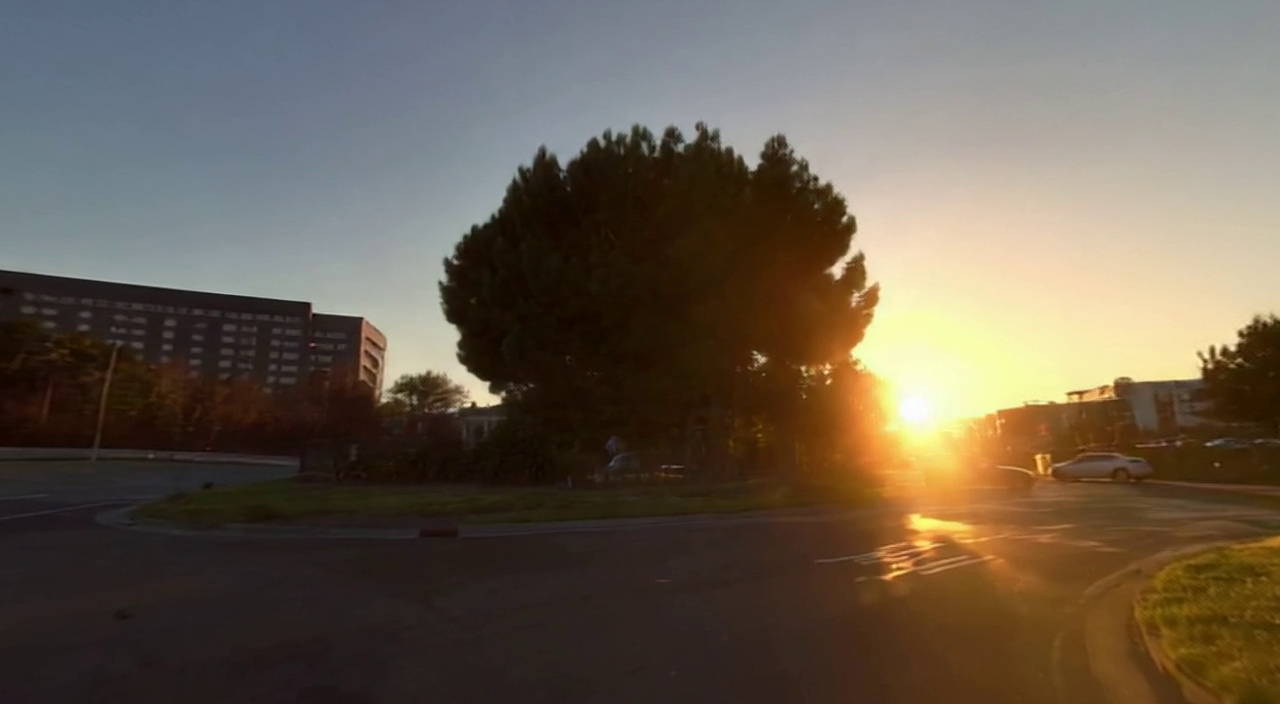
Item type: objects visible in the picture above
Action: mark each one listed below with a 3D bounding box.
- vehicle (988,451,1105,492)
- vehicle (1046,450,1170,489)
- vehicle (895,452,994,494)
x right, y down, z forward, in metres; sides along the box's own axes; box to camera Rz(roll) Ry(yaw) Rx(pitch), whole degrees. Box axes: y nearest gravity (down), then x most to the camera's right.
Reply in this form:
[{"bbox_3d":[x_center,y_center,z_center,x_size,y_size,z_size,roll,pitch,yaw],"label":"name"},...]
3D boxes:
[{"bbox_3d":[16.517,4.907,25.855,1.833,1.490,3.705,4,-12,-13],"label":"vehicle"},{"bbox_3d":[19.984,5.048,27.141,1.825,1.512,3.943,4,-10,-14],"label":"vehicle"},{"bbox_3d":[12.775,5.168,26.752,1.944,1.608,3.715,3,-12,-7],"label":"vehicle"}]
